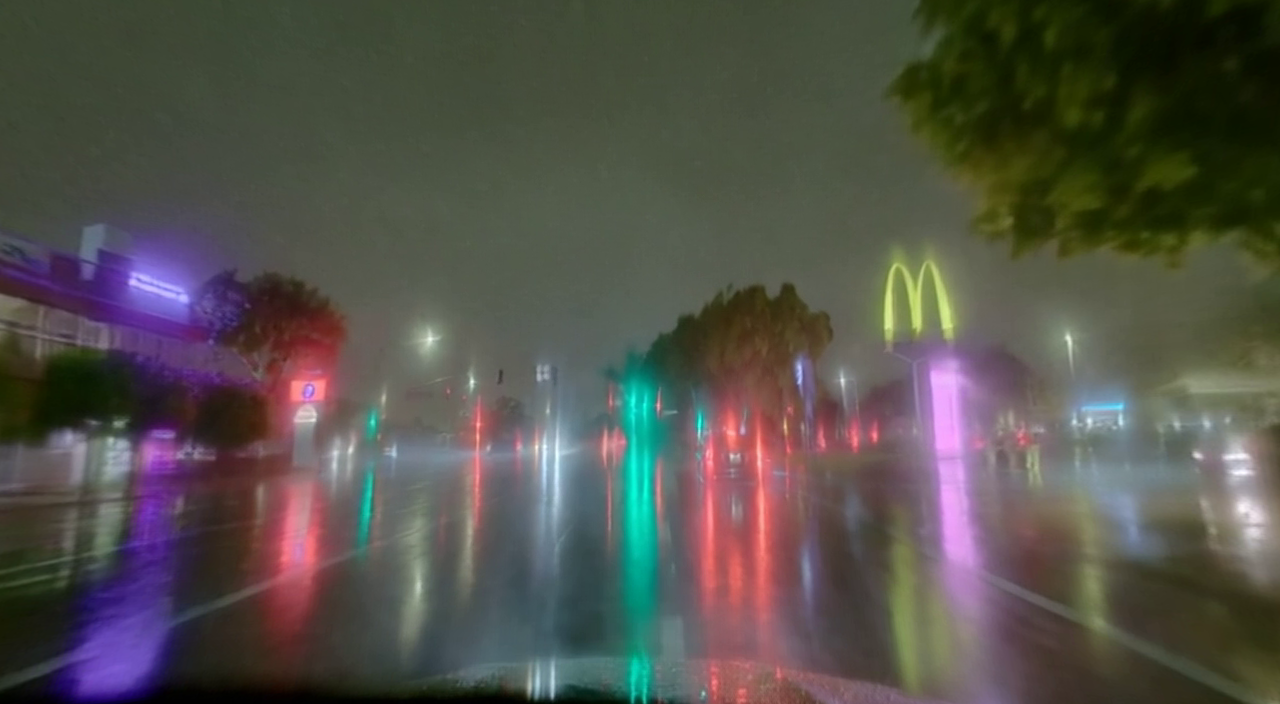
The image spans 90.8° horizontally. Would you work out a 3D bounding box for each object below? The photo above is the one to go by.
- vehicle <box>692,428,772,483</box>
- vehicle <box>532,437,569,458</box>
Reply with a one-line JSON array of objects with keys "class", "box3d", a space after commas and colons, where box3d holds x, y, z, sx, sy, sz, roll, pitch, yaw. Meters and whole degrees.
[{"class": "vehicle", "box3d": [3.027, 3.528, 21.710, 2.230, 1.683, 4.204, 0, -8, 2]}, {"class": "vehicle", "box3d": [-6.625, 7.094, 47.118, 1.924, 1.458, 4.448, -1, -8, 2]}]
